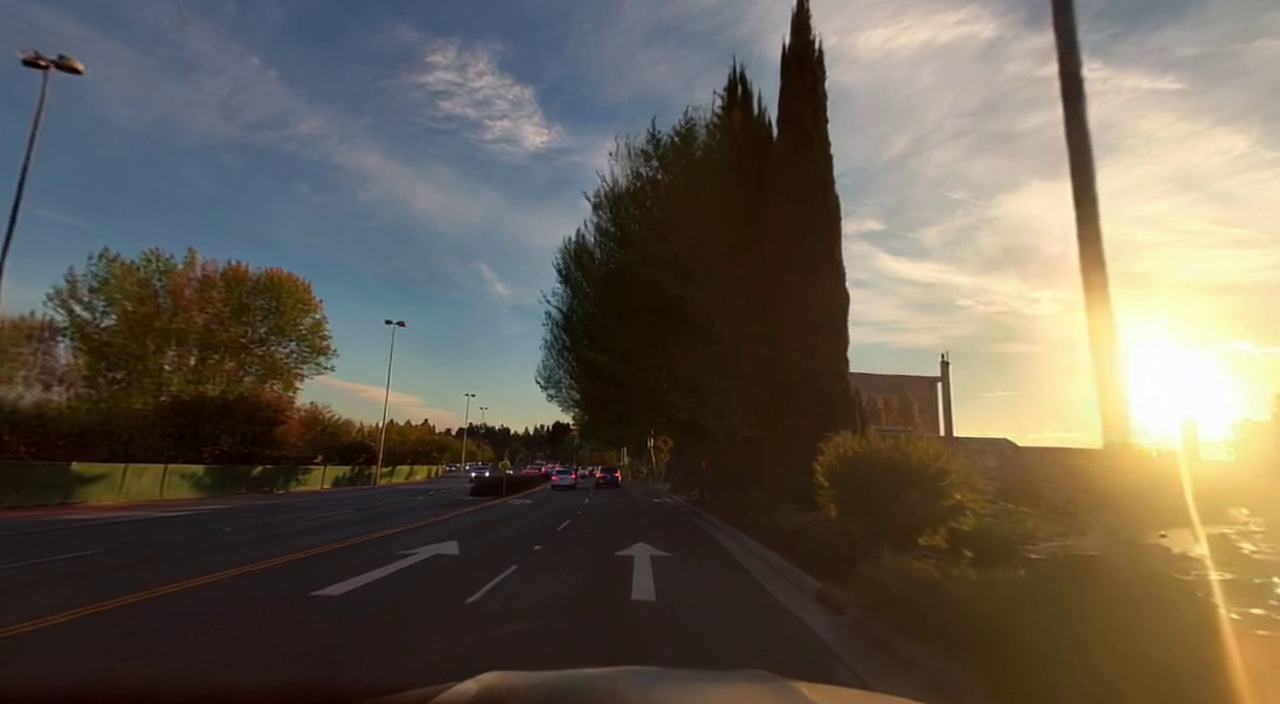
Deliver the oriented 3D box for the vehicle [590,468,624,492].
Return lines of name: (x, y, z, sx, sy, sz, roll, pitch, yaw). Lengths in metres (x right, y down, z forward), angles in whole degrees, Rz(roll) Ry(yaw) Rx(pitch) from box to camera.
vehicle: (-2.365, 8.949, 44.216, 2.129, 1.471, 4.258, 2, -11, -6)
